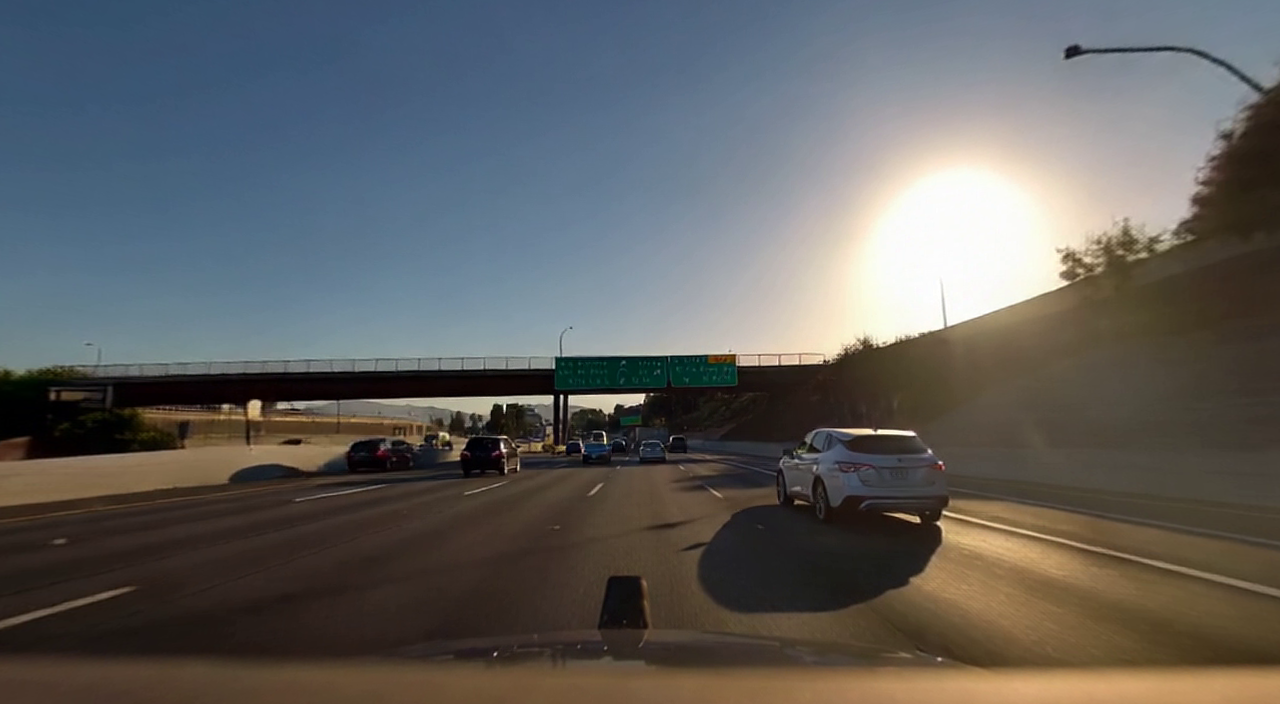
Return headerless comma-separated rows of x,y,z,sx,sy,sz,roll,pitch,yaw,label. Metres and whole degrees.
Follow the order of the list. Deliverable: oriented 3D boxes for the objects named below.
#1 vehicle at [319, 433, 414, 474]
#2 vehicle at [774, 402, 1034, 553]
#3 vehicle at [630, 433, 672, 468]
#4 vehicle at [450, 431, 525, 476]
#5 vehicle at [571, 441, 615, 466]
-12.364,4.600,28.916,2.076,1.701,5.093,0,-8,0,vehicle
3.716,1.868,10.061,2.083,1.823,4.627,0,-8,-1,vehicle
0.606,5.325,34.240,2.133,1.739,3.925,0,-8,1,vehicle
-6.100,4.111,25.745,1.946,1.688,4.019,0,-8,1,vehicle
-2.677,5.945,37.081,2.205,1.406,4.286,0,-8,1,vehicle
